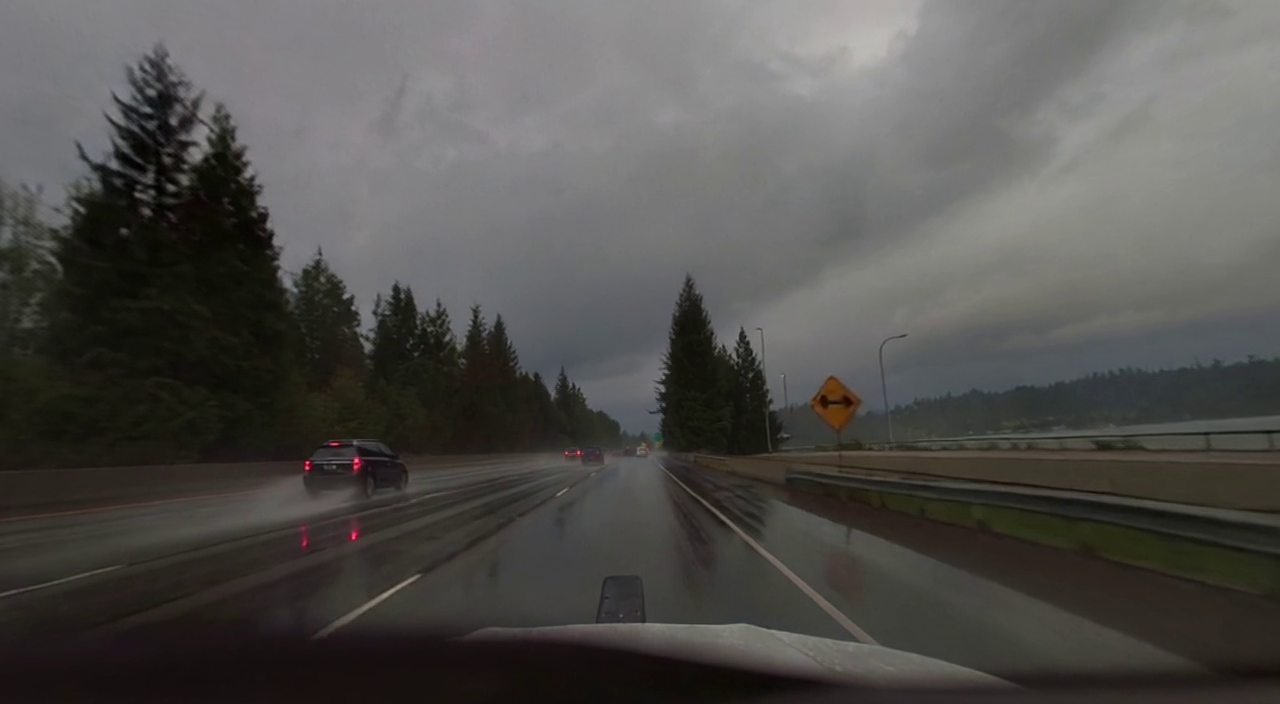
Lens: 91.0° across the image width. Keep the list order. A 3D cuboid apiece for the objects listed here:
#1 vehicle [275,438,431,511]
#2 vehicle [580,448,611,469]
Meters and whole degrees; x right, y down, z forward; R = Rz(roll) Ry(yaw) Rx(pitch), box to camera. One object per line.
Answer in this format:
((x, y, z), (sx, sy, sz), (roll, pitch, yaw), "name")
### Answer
((-7.156, 3.084, 16.271), (2.007, 1.616, 4.141), (0, -9, 1), "vehicle")
((-3.441, 8.334, 49.584), (2.104, 1.558, 4.639), (0, -9, 0), "vehicle")
